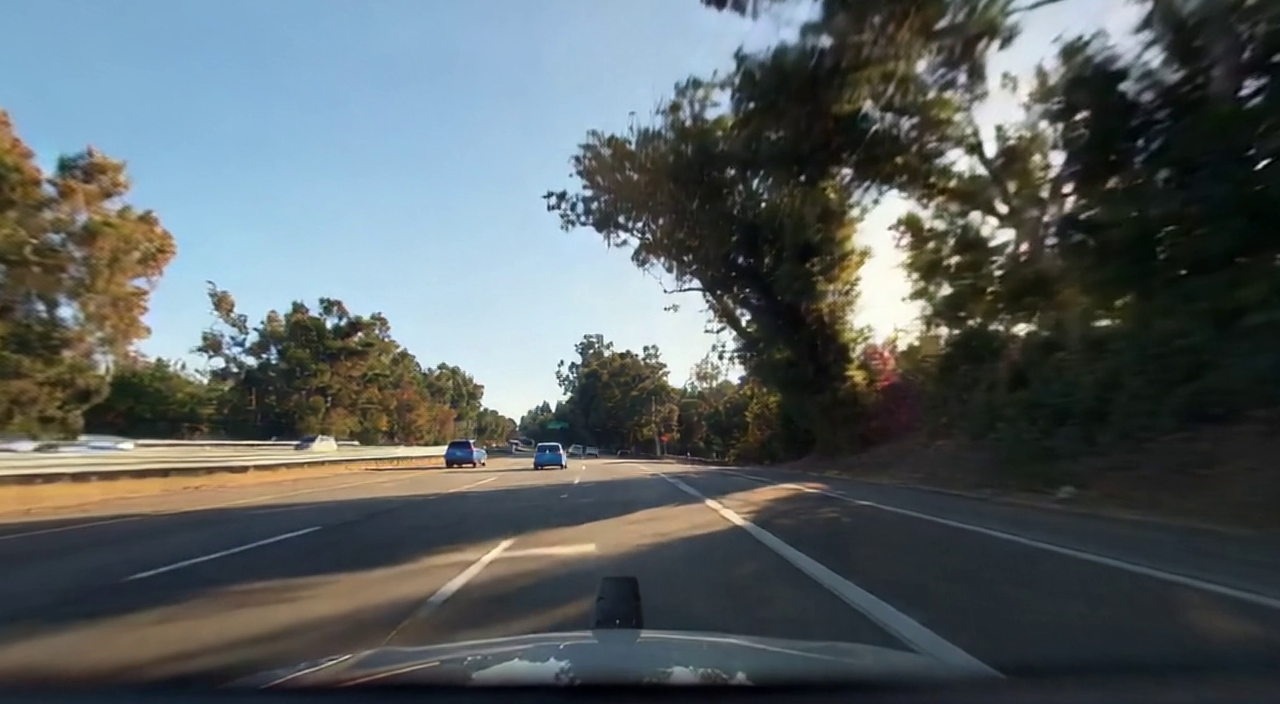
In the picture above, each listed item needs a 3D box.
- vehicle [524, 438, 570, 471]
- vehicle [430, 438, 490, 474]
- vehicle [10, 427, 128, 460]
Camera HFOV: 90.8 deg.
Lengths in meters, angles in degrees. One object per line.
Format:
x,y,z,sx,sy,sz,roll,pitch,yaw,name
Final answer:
-5.272,5.874,36.256,2.146,1.766,4.502,0,-9,-3,vehicle
-9.277,5.396,32.934,2.016,1.711,4.365,0,-9,-3,vehicle
-30.047,4.886,33.487,1.935,1.624,4.829,0,-9,-3,vehicle
